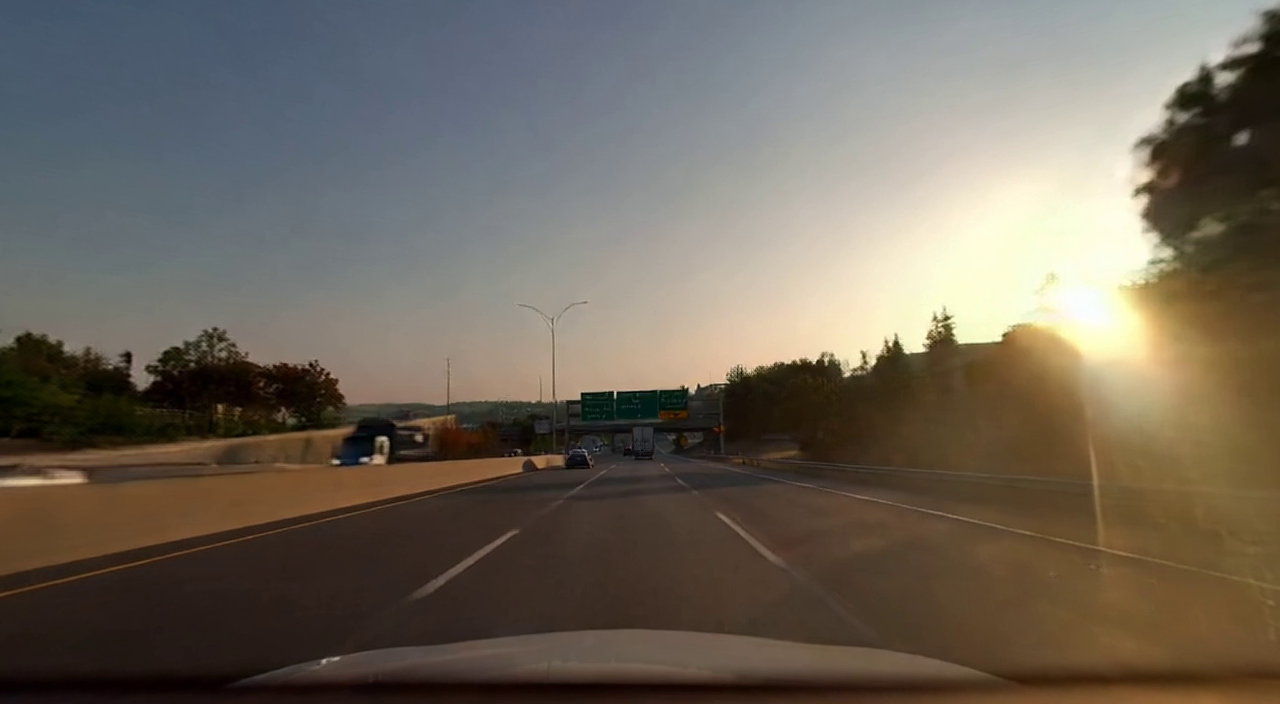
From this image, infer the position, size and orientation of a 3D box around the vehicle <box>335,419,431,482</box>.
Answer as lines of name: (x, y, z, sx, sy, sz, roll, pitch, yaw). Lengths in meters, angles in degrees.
vehicle: (-14.843, 5.804, 37.130, 2.647, 3.305, 7.301, 0, -9, -1)

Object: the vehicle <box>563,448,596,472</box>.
vehicle: (-3.991, 7.209, 42.283, 1.886, 1.465, 4.119, 0, -9, 0)
